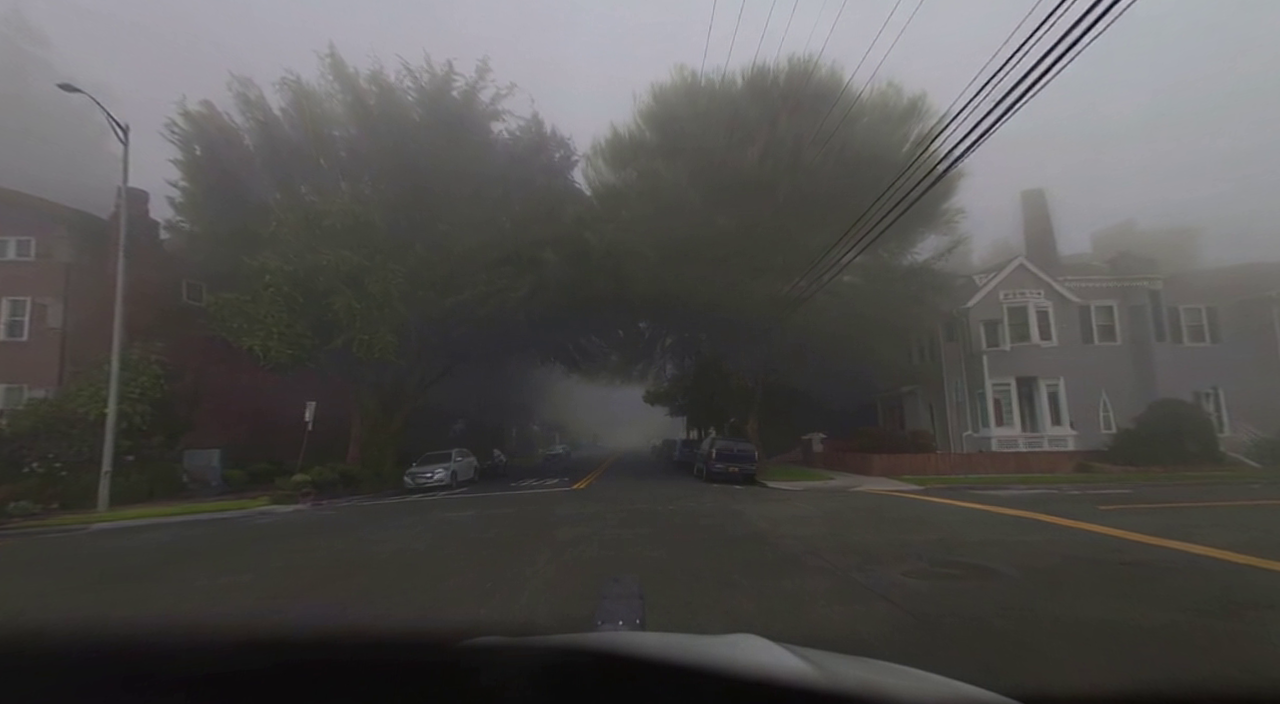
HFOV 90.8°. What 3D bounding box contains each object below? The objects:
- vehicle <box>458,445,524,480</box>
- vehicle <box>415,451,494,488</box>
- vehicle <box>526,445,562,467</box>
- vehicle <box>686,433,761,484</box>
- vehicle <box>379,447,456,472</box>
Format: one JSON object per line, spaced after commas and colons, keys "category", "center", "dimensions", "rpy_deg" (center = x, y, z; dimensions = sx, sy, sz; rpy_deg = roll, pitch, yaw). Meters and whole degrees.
{"category": "vehicle", "center": [-7.113, 5.314, 30.689], "dimensions": [1.957, 1.549, 4.527], "rpy_deg": [-1, -9, 2]}
{"category": "vehicle", "center": [-7.249, 4.619, 25.079], "dimensions": [1.926, 1.307, 3.909], "rpy_deg": [0, -9, 0]}
{"category": "vehicle", "center": [-7.072, 7.693, 46.928], "dimensions": [1.914, 1.508, 4.653], "rpy_deg": [0, -9, 0]}
{"category": "vehicle", "center": [3.030, 3.990, 23.882], "dimensions": [2.114, 1.708, 4.474], "rpy_deg": [0, -9, -2]}
{"category": "vehicle", "center": [-13.439, 6.505, 38.340], "dimensions": [3.905, 1.480, 1.892], "rpy_deg": [0, -9, 0]}
